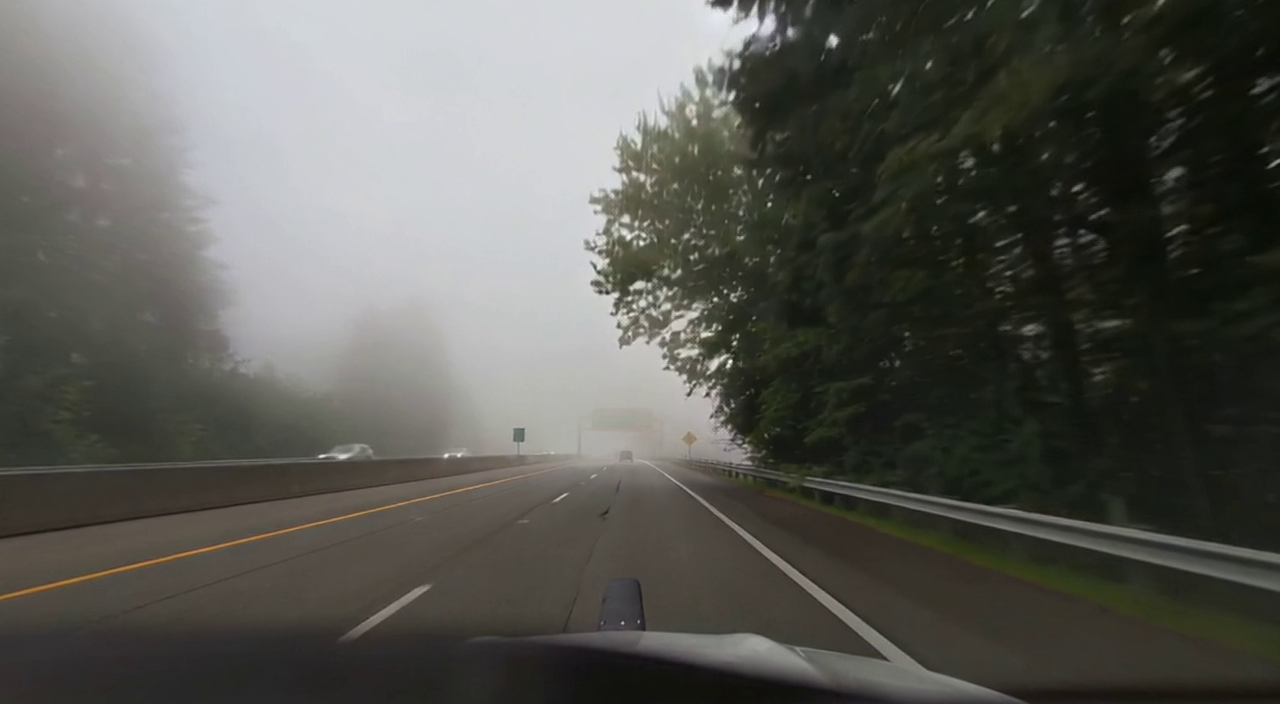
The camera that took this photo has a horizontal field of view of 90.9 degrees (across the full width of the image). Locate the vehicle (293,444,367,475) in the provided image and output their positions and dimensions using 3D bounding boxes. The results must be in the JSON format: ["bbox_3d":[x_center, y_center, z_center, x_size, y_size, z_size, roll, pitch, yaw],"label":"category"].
[{"bbox_3d":[-15.599,5.411,31.912,1.840,1.465,3.721,0,-9,-1],"label":"vehicle"}]
